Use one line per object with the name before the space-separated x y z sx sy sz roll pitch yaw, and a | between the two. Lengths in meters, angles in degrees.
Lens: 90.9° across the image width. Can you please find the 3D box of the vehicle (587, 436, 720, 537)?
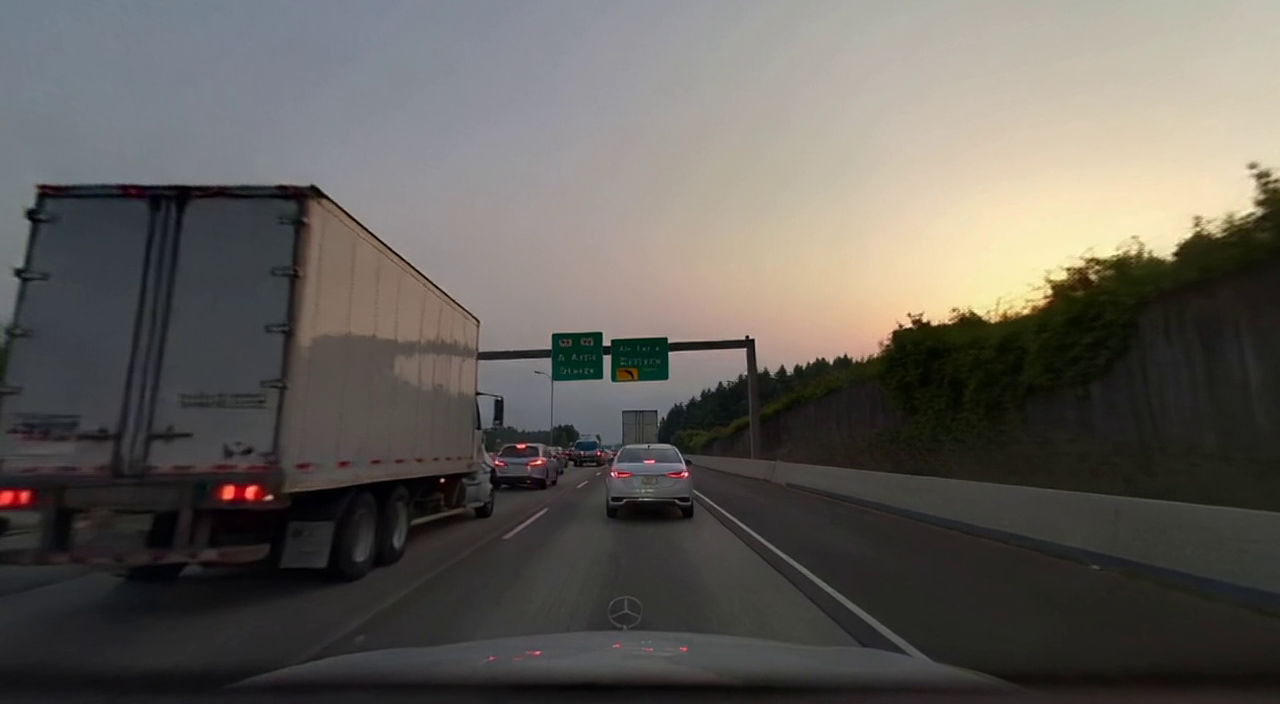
vehicle | 0.178 2.293 11.232 1.995 1.495 3.380 0 -9 -1

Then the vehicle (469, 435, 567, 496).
vehicle | -3.637 3.479 19.627 2.165 1.638 4.317 0 -9 0

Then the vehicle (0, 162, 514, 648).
vehicle | -3.895 0.872 8.131 2.832 3.293 7.782 0 -9 1
